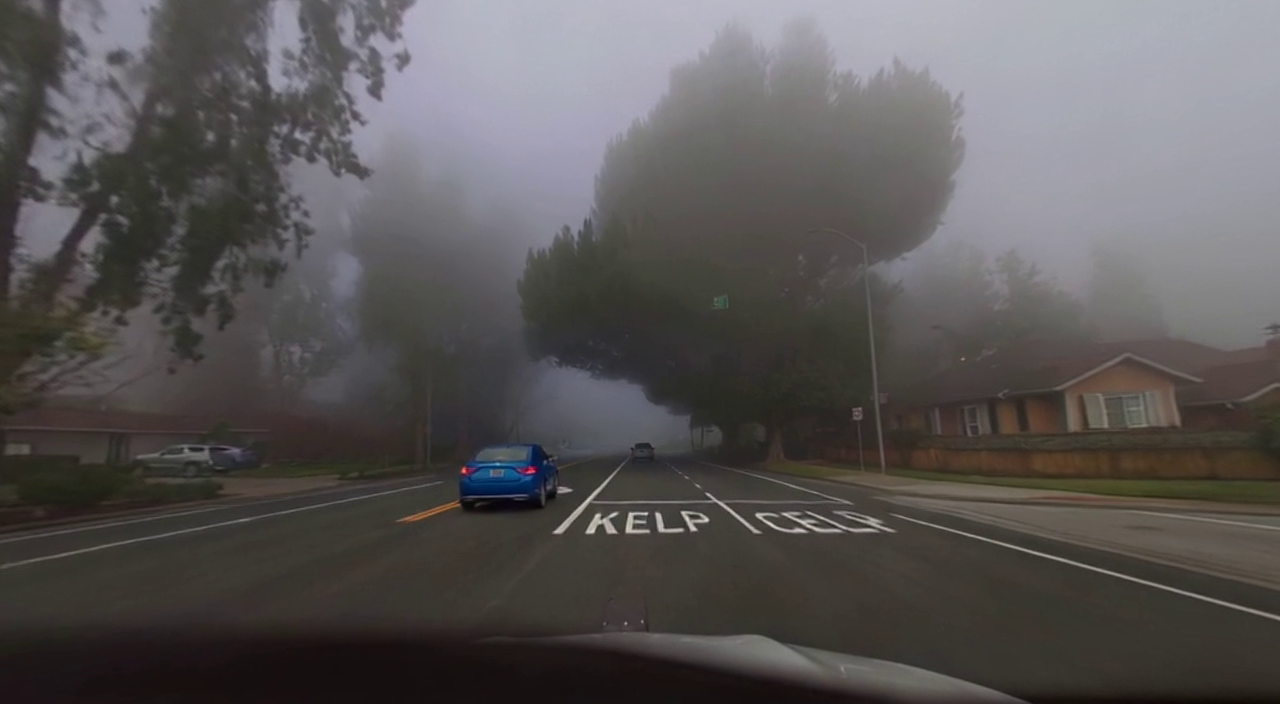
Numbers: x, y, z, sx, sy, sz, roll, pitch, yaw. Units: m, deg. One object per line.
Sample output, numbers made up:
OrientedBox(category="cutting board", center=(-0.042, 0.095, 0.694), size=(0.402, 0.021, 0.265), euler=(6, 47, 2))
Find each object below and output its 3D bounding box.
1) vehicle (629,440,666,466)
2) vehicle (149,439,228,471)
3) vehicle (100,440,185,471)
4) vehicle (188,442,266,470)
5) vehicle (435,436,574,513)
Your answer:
OrientedBox(category="vehicle", center=(0.452, 6.373, 39.952), size=(2.226, 1.505, 4.128), euler=(0, -8, 0))
OrientedBox(category="vehicle", center=(-26.141, 5.944, 36.638), size=(1.919, 1.701, 3.695), euler=(0, -8, -2))
OrientedBox(category="vehicle", center=(-29.063, 6.027, 36.944), size=(1.838, 1.685, 3.766), euler=(0, -8, 1))
OrientedBox(category="vehicle", center=(-23.606, 5.941, 36.194), size=(1.894, 1.508, 3.783), euler=(0, -8, 0))
OrientedBox(category="vehicle", center=(-2.885, 2.745, 14.735), size=(2.158, 1.469, 4.909), euler=(0, -8, 0))
